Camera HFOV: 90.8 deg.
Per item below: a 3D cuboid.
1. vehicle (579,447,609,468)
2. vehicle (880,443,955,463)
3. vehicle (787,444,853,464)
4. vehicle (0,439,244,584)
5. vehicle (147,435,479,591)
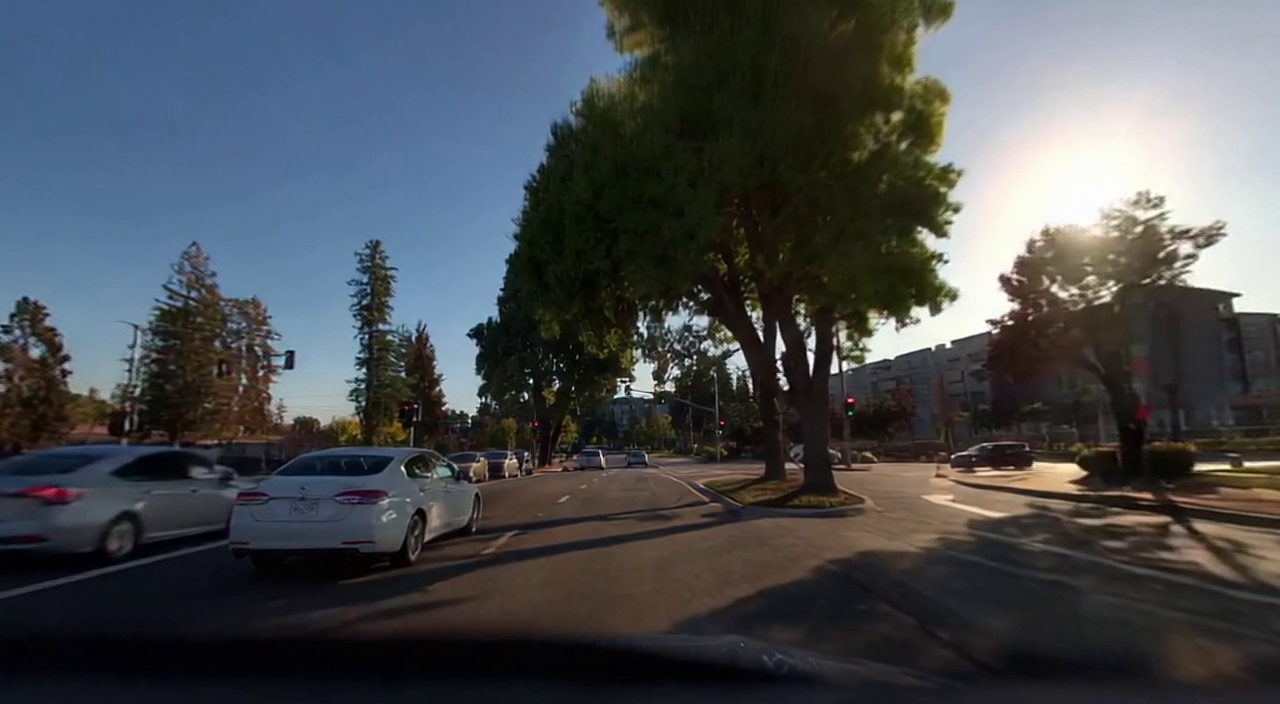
[{"bbox_3d":[-3.552,8.280,49.778,2.103,1.592,4.160,0,-9,0],"label":"vehicle"},{"bbox_3d":[21.849,7.961,49.884,4.978,1.543,1.933,0,-9,-1],"label":"vehicle"},{"bbox_3d":[14.064,7.996,49.554,4.568,1.470,1.854,0,-9,-1],"label":"vehicle"},{"bbox_3d":[-7.437,1.854,7.977,1.920,1.456,4.534,0,-9,0],"label":"vehicle"},{"bbox_3d":[-3.584,1.822,8.079,1.905,1.418,4.396,0,-9,0],"label":"vehicle"}]
